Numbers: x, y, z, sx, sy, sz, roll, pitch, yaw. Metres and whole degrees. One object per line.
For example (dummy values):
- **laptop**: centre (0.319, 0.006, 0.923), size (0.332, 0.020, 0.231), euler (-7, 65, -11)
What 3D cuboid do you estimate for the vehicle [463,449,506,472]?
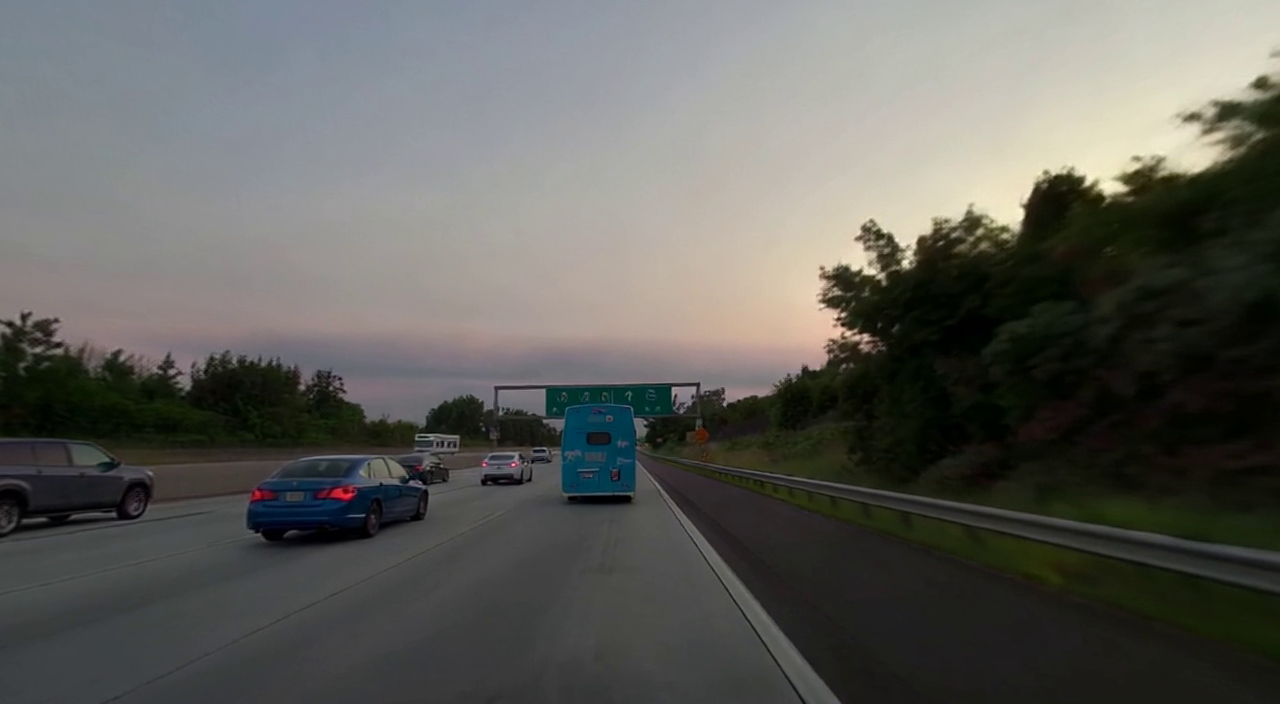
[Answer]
- **vehicle**: centre (-10.339, 7.229, 42.160), size (1.886, 1.462, 4.084), euler (0, -9, -1)

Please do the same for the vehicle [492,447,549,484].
- **vehicle**: centre (-5.152, 4.922, 27.602), size (1.872, 1.480, 3.545), euler (0, -9, -1)

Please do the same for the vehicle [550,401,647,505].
- **vehicle**: centre (-1.105, 2.899, 18.294), size (2.394, 2.556, 5.232), euler (0, -9, -2)

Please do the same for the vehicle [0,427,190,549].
- **vehicle**: centre (-9.682, 2.067, 9.924), size (2.010, 1.621, 4.252), euler (0, -9, -1)

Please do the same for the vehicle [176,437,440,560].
- **vehicle**: centre (-4.658, 2.083, 9.660), size (1.876, 1.438, 4.072), euler (0, -9, -1)
